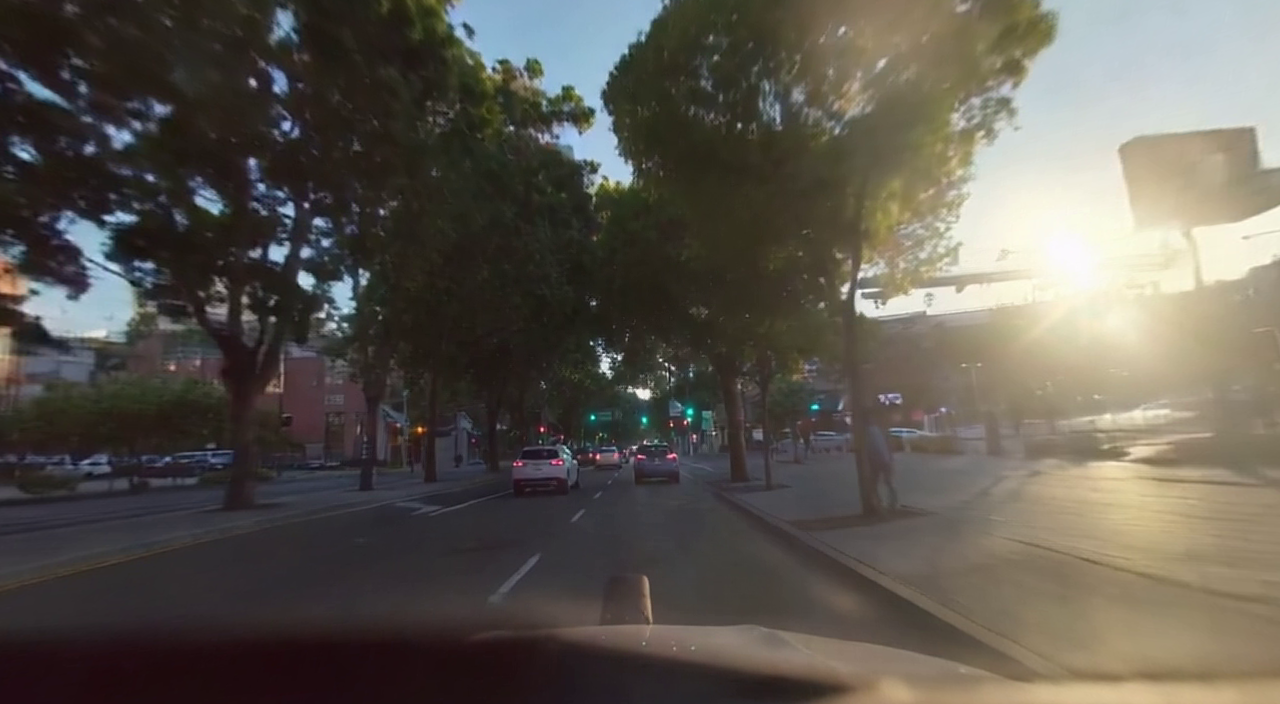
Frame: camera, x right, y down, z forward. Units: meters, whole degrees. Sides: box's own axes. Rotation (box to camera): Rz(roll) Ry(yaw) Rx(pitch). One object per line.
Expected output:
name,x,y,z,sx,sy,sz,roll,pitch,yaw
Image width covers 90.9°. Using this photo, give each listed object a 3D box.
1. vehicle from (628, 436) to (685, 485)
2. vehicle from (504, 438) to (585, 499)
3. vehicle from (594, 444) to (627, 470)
vehicle,0.639,4.355,25.552,2.120,1.758,3.917,-1,-9,1
vehicle,-2.948,3.694,20.342,1.940,1.722,3.823,-1,-9,1
vehicle,-2.173,7.975,48.112,2.220,1.847,4.587,-1,-9,1
